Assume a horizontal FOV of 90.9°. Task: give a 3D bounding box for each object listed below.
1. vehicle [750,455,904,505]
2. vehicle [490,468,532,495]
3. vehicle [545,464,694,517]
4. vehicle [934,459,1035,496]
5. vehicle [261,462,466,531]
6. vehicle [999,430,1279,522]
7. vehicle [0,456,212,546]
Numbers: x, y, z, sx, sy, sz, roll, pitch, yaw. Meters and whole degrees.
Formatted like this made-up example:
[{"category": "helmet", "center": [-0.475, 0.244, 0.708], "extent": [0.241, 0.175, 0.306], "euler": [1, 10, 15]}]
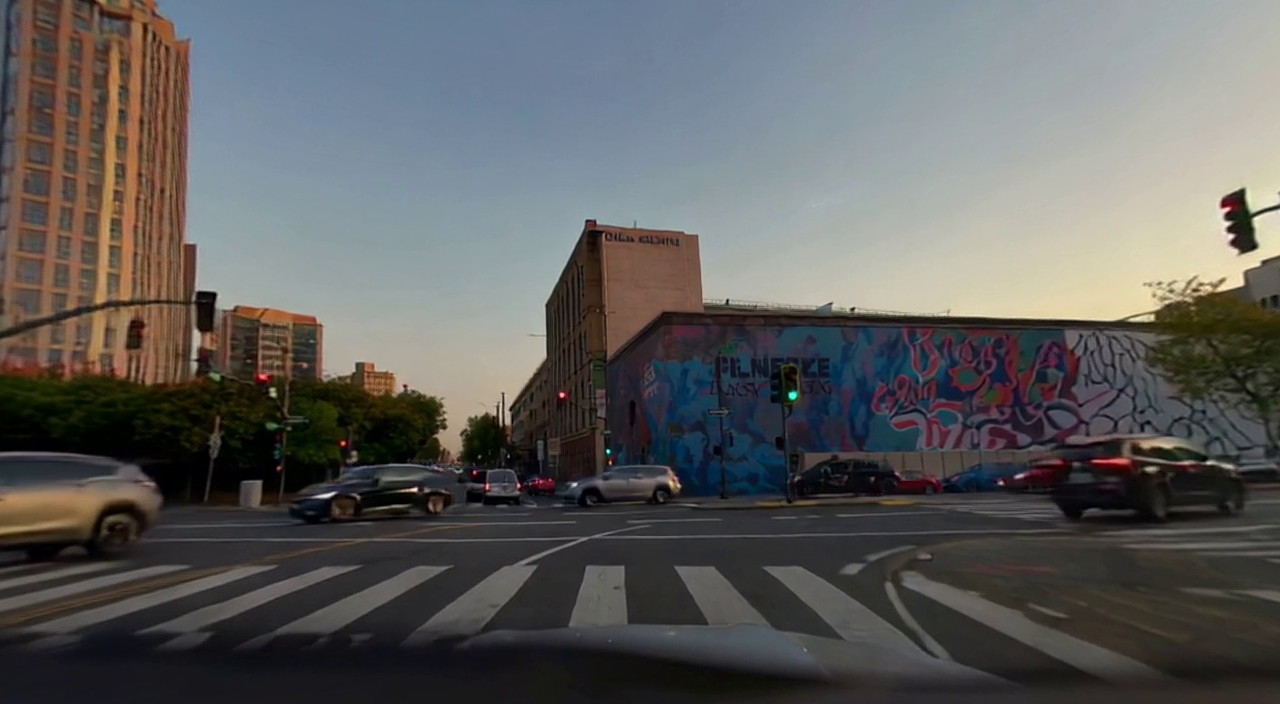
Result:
[{"category": "vehicle", "center": [6.448, 4.437, 22.115], "extent": [4.749, 1.624, 1.926], "euler": [0, -9, -3]}, {"category": "vehicle", "center": [-9.463, 9.498, 46.599], "extent": [1.950, 1.768, 4.396], "euler": [-1, -9, 2]}, {"category": "vehicle", "center": [-0.613, 4.323, 20.107], "extent": [4.371, 1.439, 1.818], "euler": [5, -11, -31]}, {"category": "vehicle", "center": [18.668, 6.795, 34.292], "extent": [4.289, 1.875, 1.963], "euler": [0, -9, -2]}, {"category": "vehicle", "center": [-7.247, 3.776, 17.130], "extent": [1.891, 1.502, 4.766], "euler": [-6, -11, 32]}, {"category": "vehicle", "center": [11.036, 2.641, 13.922], "extent": [5.072, 1.746, 2.328], "euler": [2, -9, -14]}, {"category": "vehicle", "center": [-12.715, 3.215, 14.264], "extent": [1.969, 1.674, 4.748], "euler": [-3, -9, 15]}]
